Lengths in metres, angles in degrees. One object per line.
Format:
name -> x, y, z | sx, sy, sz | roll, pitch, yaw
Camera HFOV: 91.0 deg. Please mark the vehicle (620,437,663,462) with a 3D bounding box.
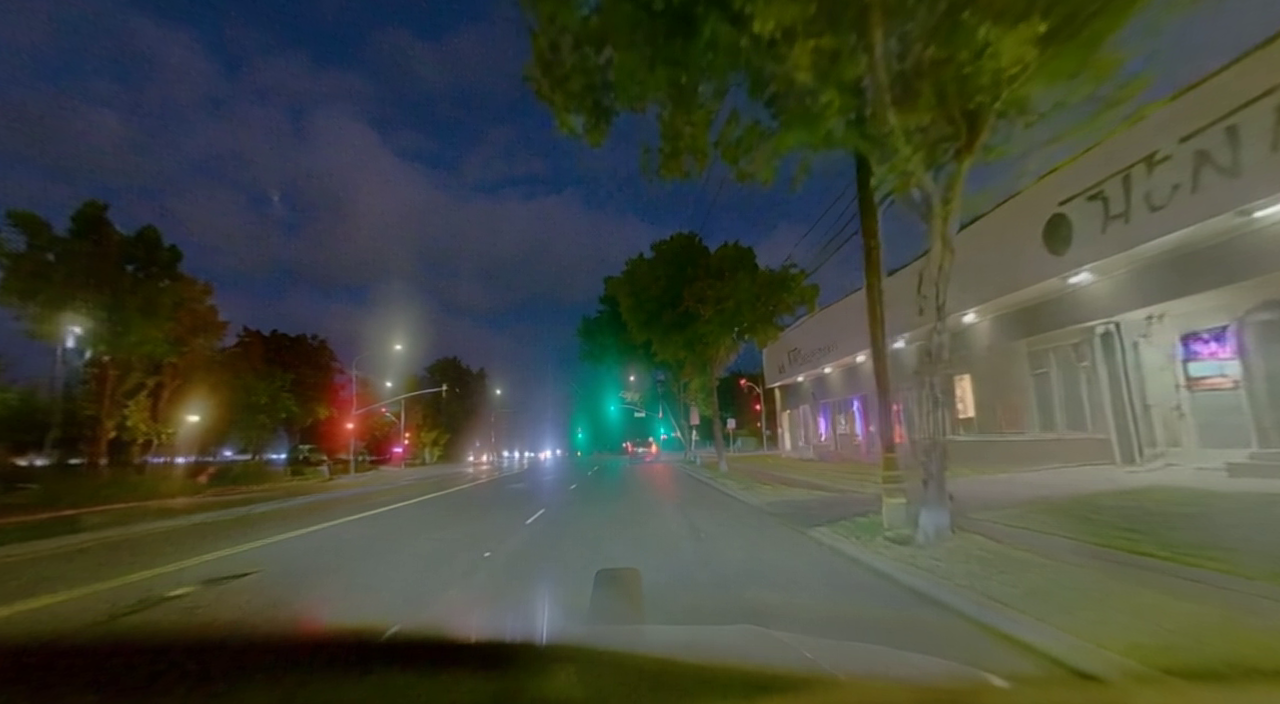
vehicle -> 0.152, 6.747, 43.719 | 2.191, 1.607, 4.361 | -1, -9, 11
